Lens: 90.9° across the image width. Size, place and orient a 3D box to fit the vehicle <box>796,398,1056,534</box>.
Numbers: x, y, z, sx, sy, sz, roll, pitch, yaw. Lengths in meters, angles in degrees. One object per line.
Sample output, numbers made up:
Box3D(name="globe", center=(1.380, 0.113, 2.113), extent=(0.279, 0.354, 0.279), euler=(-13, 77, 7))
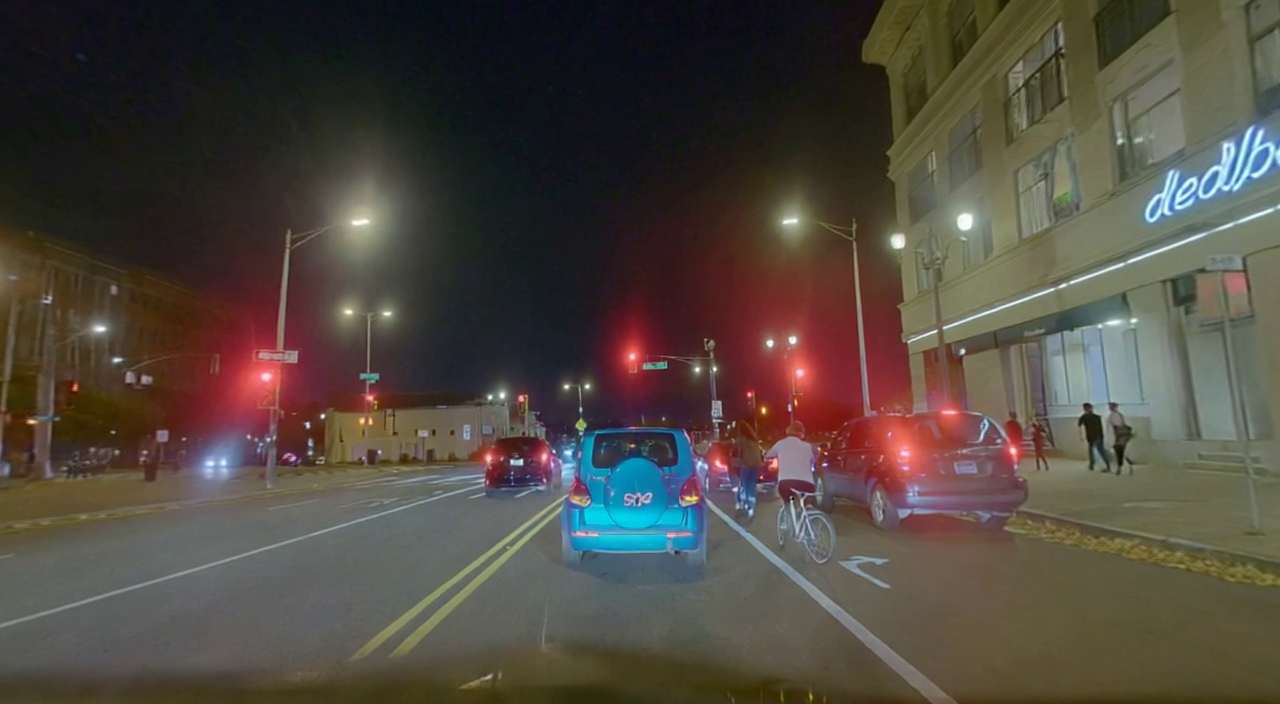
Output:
Box3D(name="vehicle", center=(4.504, 1.908, 11.037), extent=(2.142, 1.829, 4.767), euler=(0, -9, -2))

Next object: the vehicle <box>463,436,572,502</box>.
Box3D(name="vehicle", center=(-3.024, 2.995, 16.587), extent=(2.039, 1.452, 4.489), euler=(0, -8, -1))

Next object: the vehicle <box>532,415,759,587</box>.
Box3D(name="vehicle", center=(0.033, 1.674, 7.875), extent=(2.091, 1.557, 4.000), euler=(0, -9, 0))
